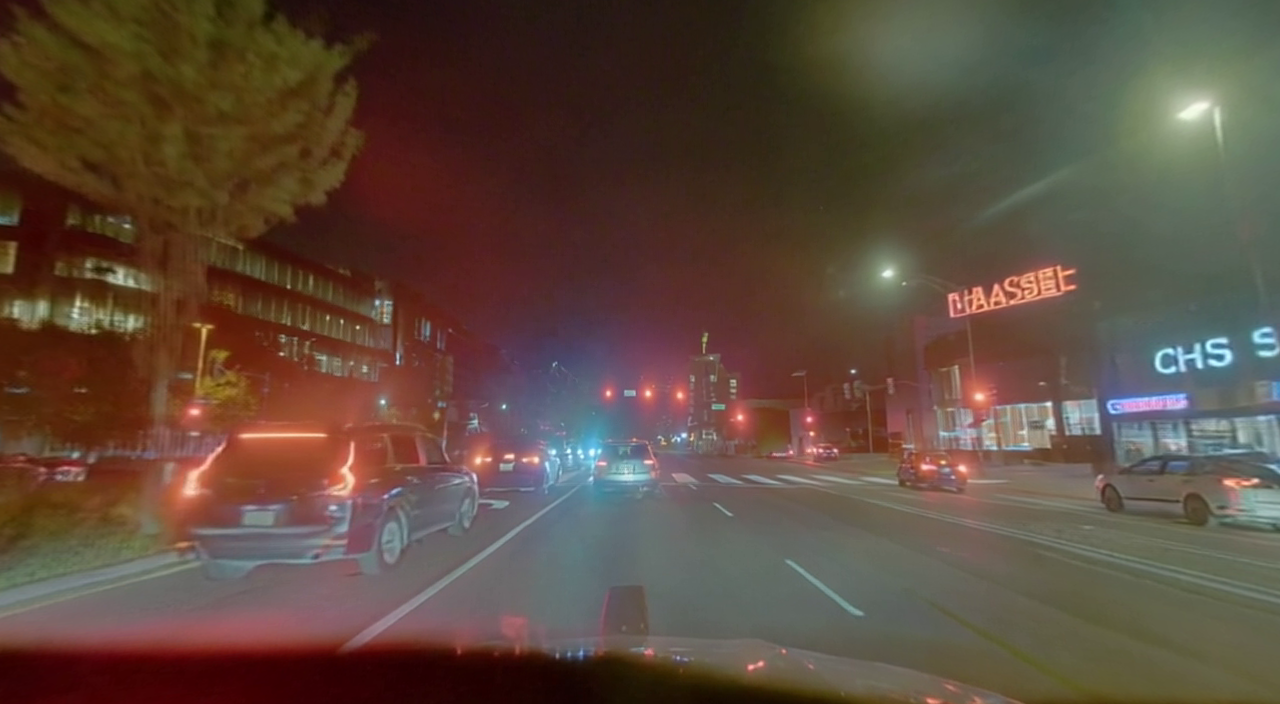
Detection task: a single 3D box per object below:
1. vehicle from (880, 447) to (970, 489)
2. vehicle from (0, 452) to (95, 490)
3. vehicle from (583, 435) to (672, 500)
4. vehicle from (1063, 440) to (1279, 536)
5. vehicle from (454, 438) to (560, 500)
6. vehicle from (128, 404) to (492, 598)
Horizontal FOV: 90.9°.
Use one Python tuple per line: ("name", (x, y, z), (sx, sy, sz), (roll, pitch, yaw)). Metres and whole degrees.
("vehicle", (11.493, 4.685, 25.787), (1.935, 1.435, 4.141), (3, -8, 3))
("vehicle", (-26.479, 5.026, 26.738), (4.687, 1.482, 1.914), (5, -10, -30))
("vehicle", (-0.321, 2.977, 16.639), (2.059, 1.477, 3.988), (0, -8, -1))
("vehicle", (10.467, 2.417, 11.923), (1.936, 1.474, 4.331), (0, -8, 1))
("vehicle", (-3.487, 3.137, 17.418), (1.939, 1.474, 4.327), (0, -8, 1))
("vehicle", (-3.442, 1.647, 7.901), (2.057, 1.678, 4.639), (0, -8, 0))
